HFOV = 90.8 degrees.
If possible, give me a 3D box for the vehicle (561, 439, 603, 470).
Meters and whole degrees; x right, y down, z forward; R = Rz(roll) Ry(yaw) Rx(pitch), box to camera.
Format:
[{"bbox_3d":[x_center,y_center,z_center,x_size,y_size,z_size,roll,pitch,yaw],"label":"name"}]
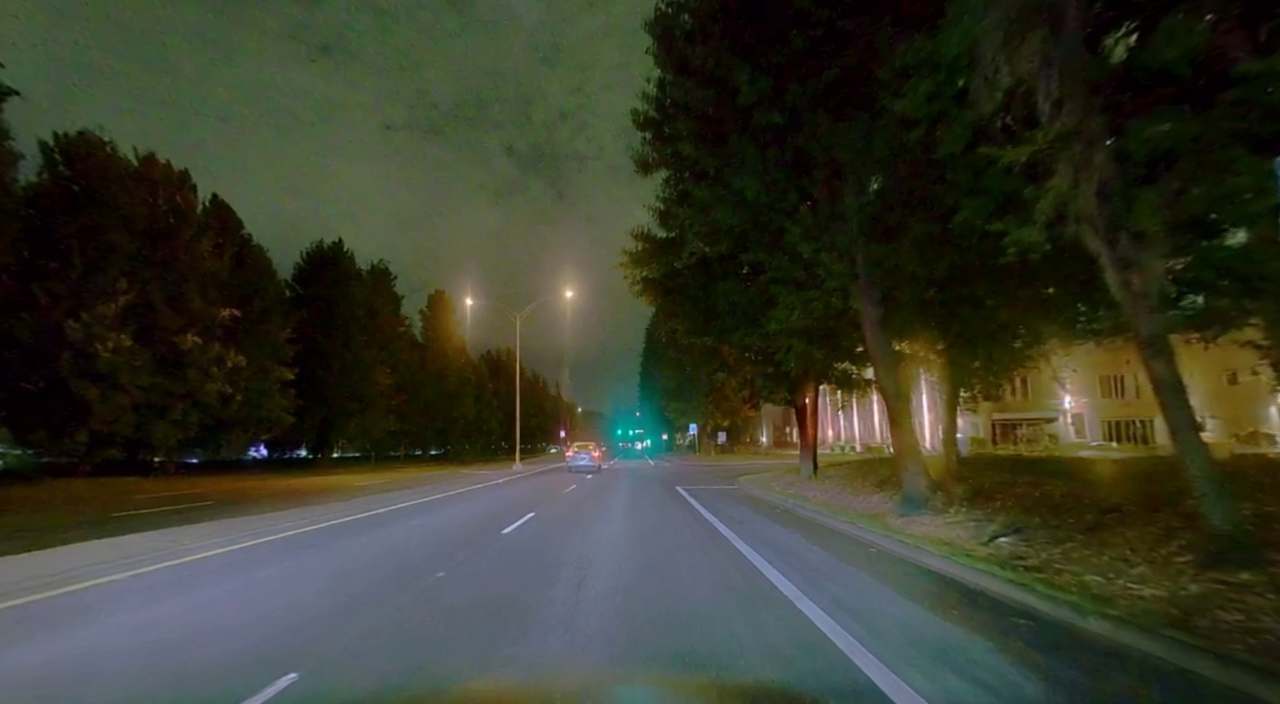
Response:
[{"bbox_3d":[-3.466,6.256,38.704,2.179,1.771,4.267,0,-9,0],"label":"vehicle"}]
